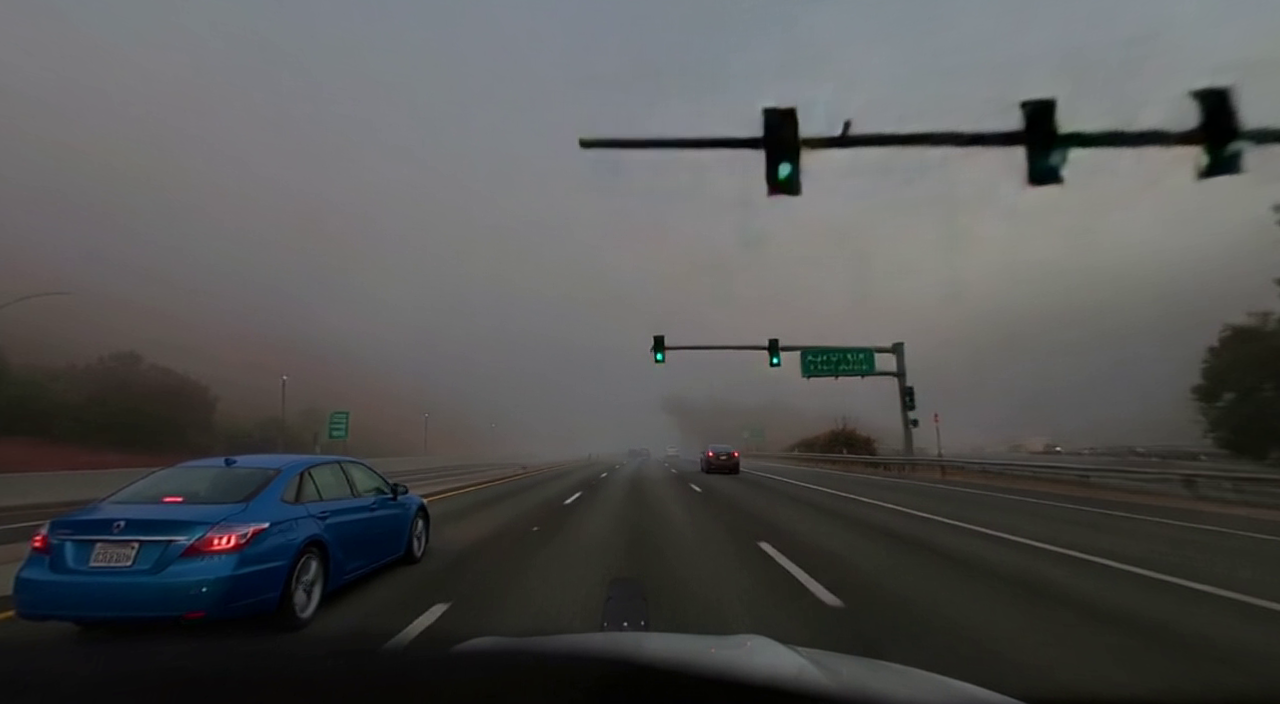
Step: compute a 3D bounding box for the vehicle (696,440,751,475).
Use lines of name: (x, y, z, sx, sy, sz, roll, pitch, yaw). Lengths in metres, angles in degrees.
vehicle: (3.783, 4.860, 29.269, 1.916, 1.469, 4.481, -1, -9, 0)
